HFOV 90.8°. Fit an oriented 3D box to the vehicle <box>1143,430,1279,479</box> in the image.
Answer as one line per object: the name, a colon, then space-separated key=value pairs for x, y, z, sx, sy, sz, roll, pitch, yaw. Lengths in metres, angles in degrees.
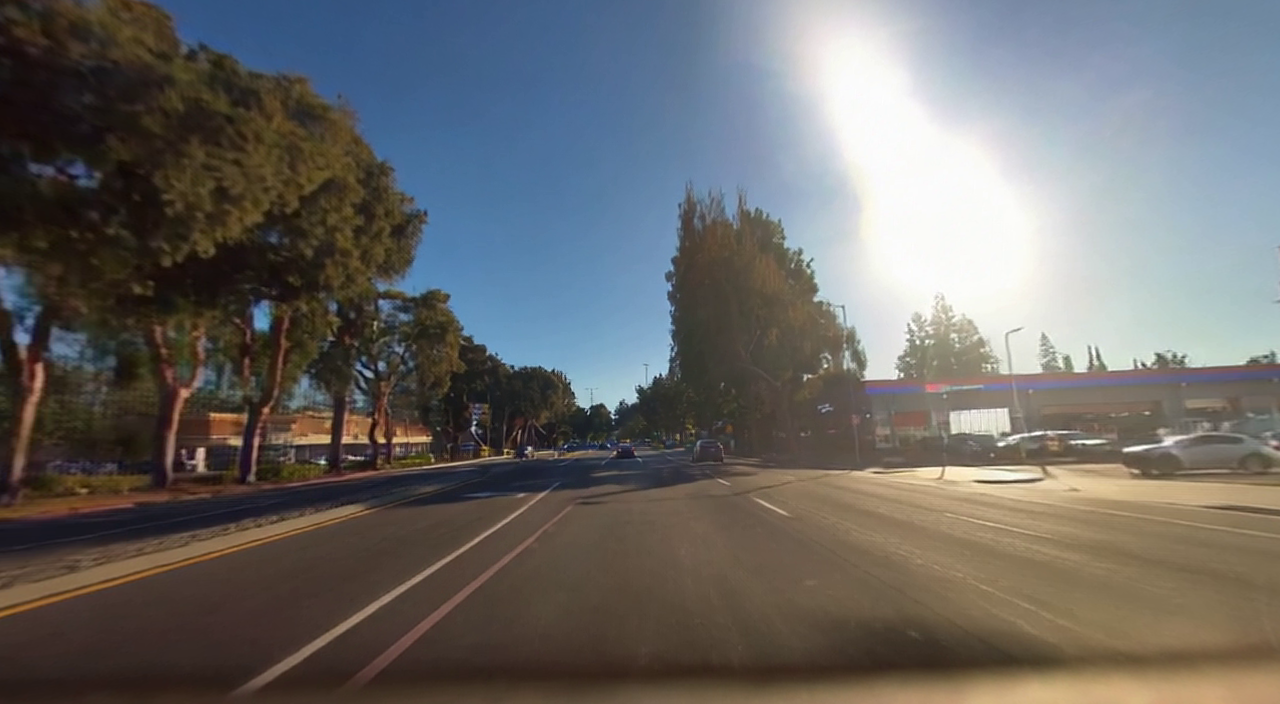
vehicle: x=22.693 y=3.892 z=24.106 sx=2.086 sy=1.730 sz=4.913 roll=6 pitch=-11 yaw=-35

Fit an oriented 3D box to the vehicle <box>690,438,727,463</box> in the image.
vehicle: x=4.721 y=6.924 z=44.287 sx=1.957 sy=1.643 sz=4.226 roll=0 pitch=-9 yaw=-2

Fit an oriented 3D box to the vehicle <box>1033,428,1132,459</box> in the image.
vehicle: x=31.928 y=6.683 z=45.738 sx=2.159 sy=1.950 sz=5.240 roll=2 pitch=-9 yaw=-39

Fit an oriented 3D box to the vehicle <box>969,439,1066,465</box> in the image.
vehicle: x=23.318 y=6.193 z=39.181 sx=1.886 sy=1.438 sz=4.742 roll=6 pitch=-10 yaw=-33
